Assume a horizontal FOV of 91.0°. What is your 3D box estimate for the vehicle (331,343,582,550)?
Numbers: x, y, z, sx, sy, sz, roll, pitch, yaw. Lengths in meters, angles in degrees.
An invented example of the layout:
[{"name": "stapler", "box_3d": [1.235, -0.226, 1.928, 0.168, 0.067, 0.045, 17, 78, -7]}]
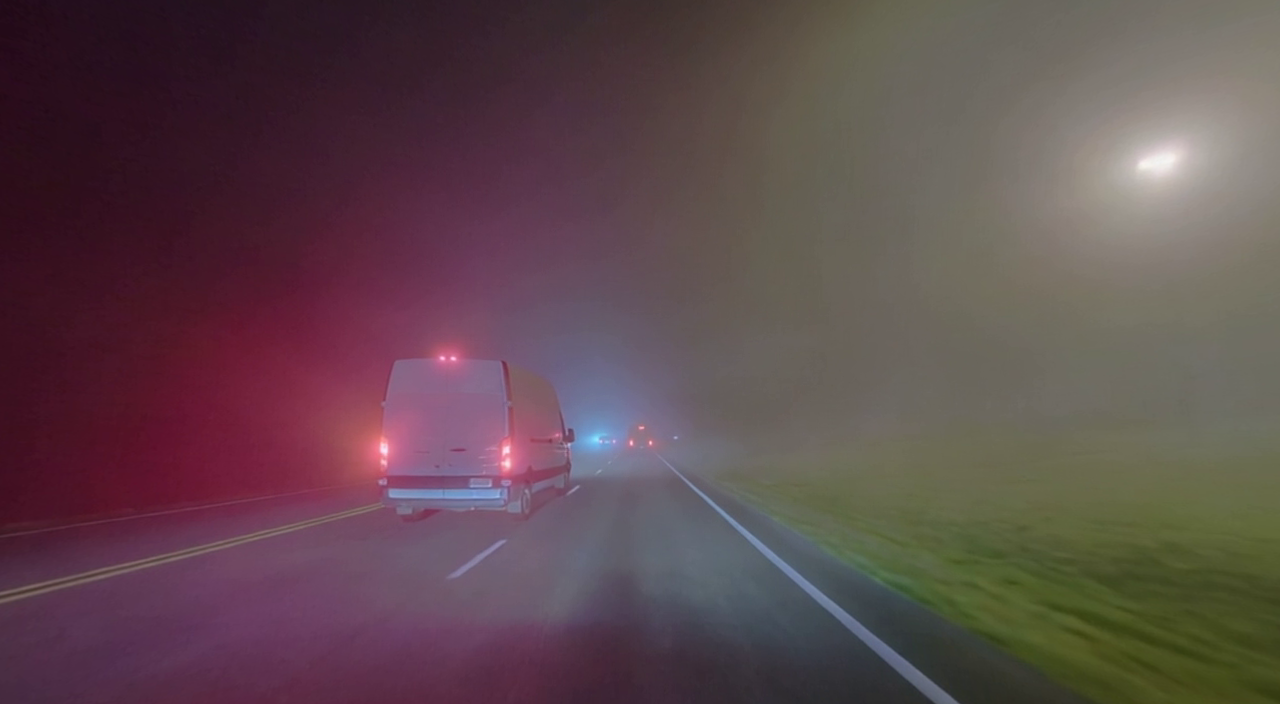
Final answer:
[{"name": "vehicle", "box_3d": [-2.615, 1.616, 11.089, 2.497, 2.628, 6.016, 0, -8, 1]}]
